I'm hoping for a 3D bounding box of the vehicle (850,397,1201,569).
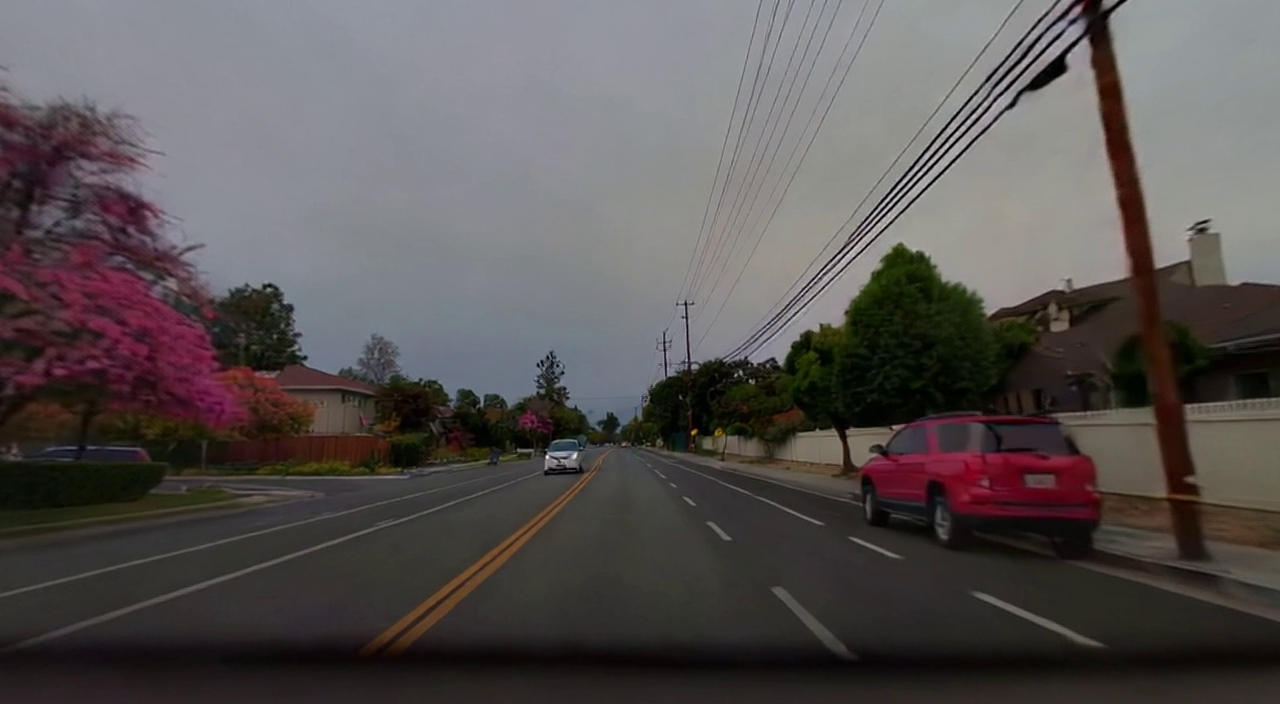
[{"bbox_3d":[5.433,1.944,10.212,2.238,1.995,5.491,0,-9,1],"label":"vehicle"}]

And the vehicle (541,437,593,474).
[{"bbox_3d":[-3.964,5.791,35.421,2.357,1.893,5.084,0,-9,0],"label":"vehicle"}]
